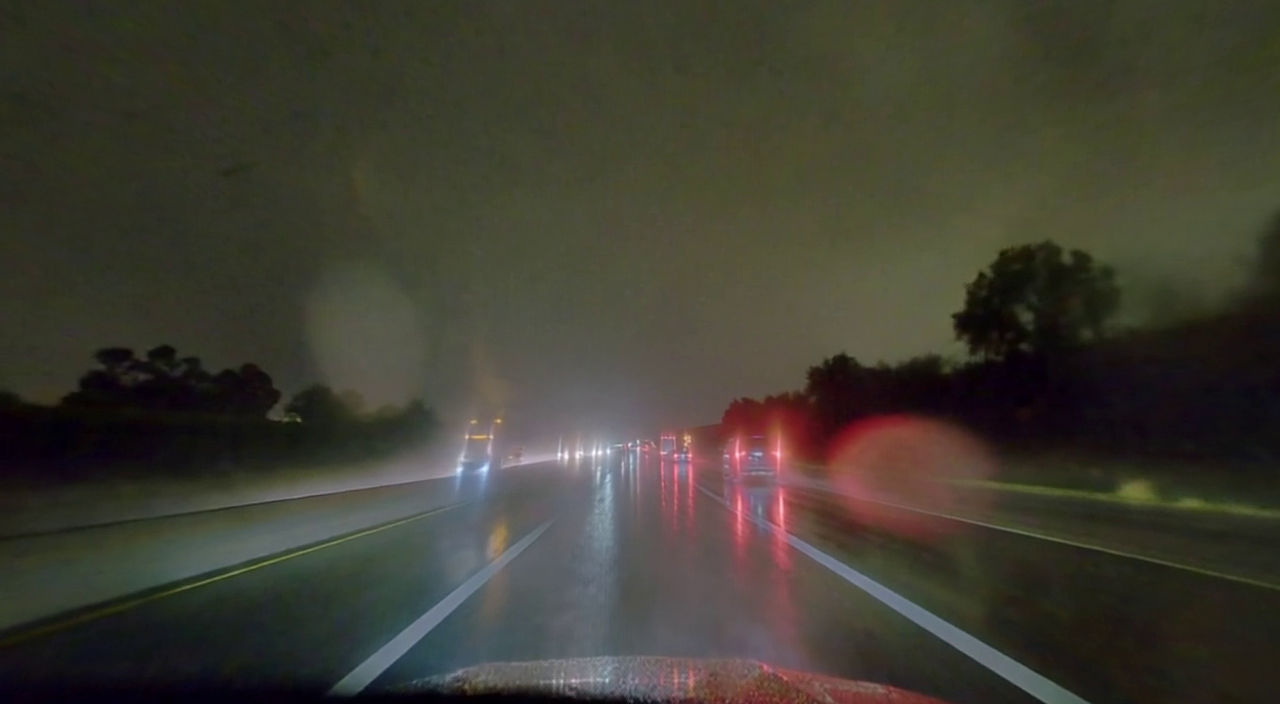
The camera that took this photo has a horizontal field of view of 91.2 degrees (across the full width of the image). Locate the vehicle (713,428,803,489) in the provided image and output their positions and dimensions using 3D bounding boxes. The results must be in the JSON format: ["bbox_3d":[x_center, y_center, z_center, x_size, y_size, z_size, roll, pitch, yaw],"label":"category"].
[{"bbox_3d":[4.038,3.790,22.488,2.177,1.914,5.245,0,-9,0],"label":"vehicle"}]

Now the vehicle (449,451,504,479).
[{"bbox_3d":[-9.319,6.440,36.061,1.967,1.492,4.280,0,-9,0],"label":"vehicle"}]
